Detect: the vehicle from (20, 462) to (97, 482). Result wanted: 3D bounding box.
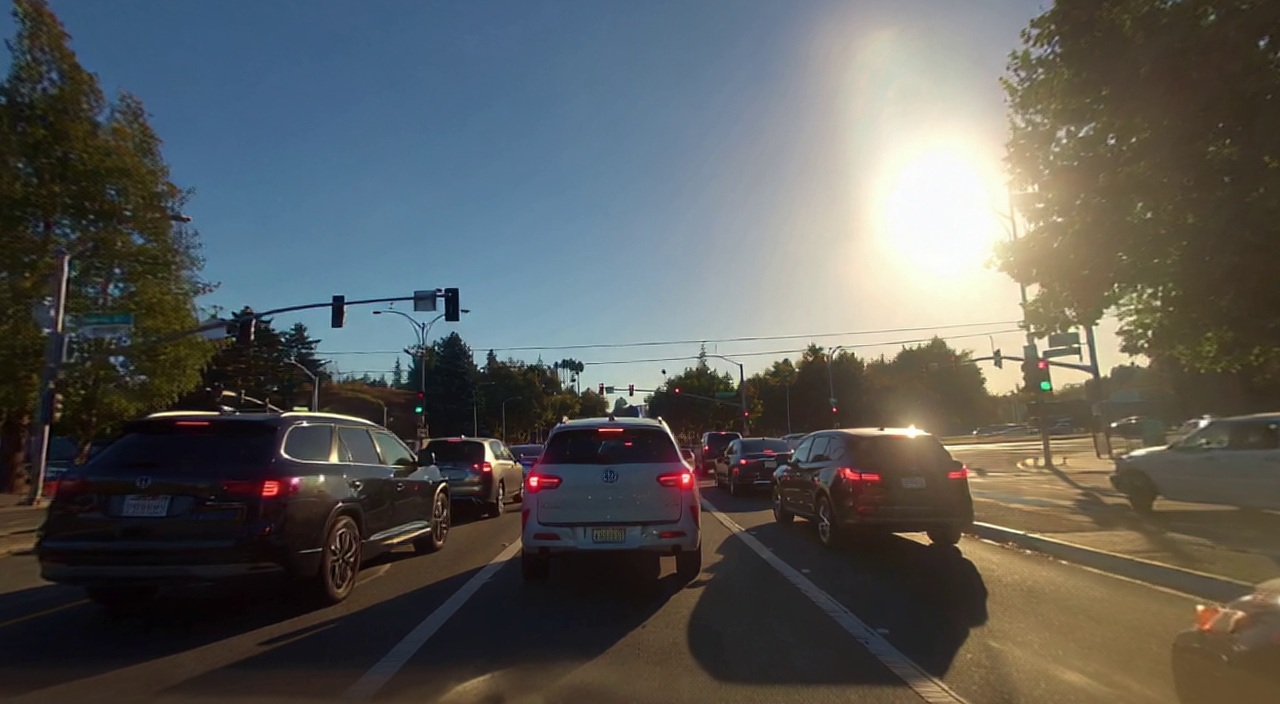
[{"bbox_3d":[-45.661,9.413,49.336,4.232,1.498,1.791,0,-9,1],"label":"vehicle"}]

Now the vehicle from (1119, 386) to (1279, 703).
[{"bbox_3d":[3.301,0.666,0.785,1.980,1.515,4.362,0,-9,1],"label":"vehicle"}]

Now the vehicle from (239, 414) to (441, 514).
[{"bbox_3d":[-6.721,2.589,14.930,2.214,1.953,5.017,0,-9,1],"label":"vehicle"}]

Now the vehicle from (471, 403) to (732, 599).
[{"bbox_3d":[-0.312,1.600,7.565,2.256,1.694,4.055,0,-9,1],"label":"vehicle"}]

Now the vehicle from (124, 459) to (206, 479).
[{"bbox_3d":[-37.352,9.162,49.400,4.914,1.487,1.850,0,-9,1],"label":"vehicle"}]

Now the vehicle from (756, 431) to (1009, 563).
[{"bbox_3d":[3.163,1.981,9.403,1.971,1.473,4.495,0,-8,0],"label":"vehicle"}]
